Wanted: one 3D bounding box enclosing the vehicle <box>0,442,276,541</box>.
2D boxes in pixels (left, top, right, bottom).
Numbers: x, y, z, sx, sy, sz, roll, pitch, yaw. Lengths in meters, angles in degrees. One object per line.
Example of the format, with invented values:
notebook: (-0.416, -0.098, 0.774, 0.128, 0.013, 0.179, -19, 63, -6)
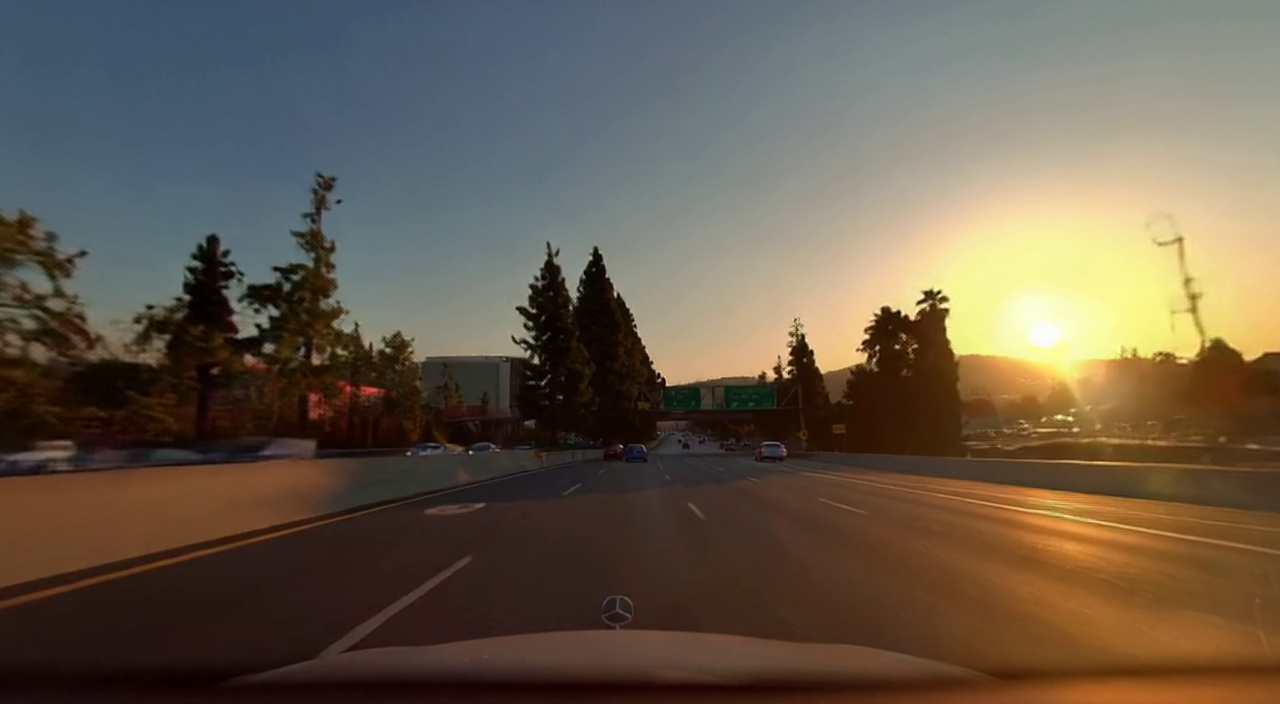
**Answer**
vehicle: (-9.232, 2.479, 11.999, 1.975, 1.495, 4.510, 0, -9, 0)
